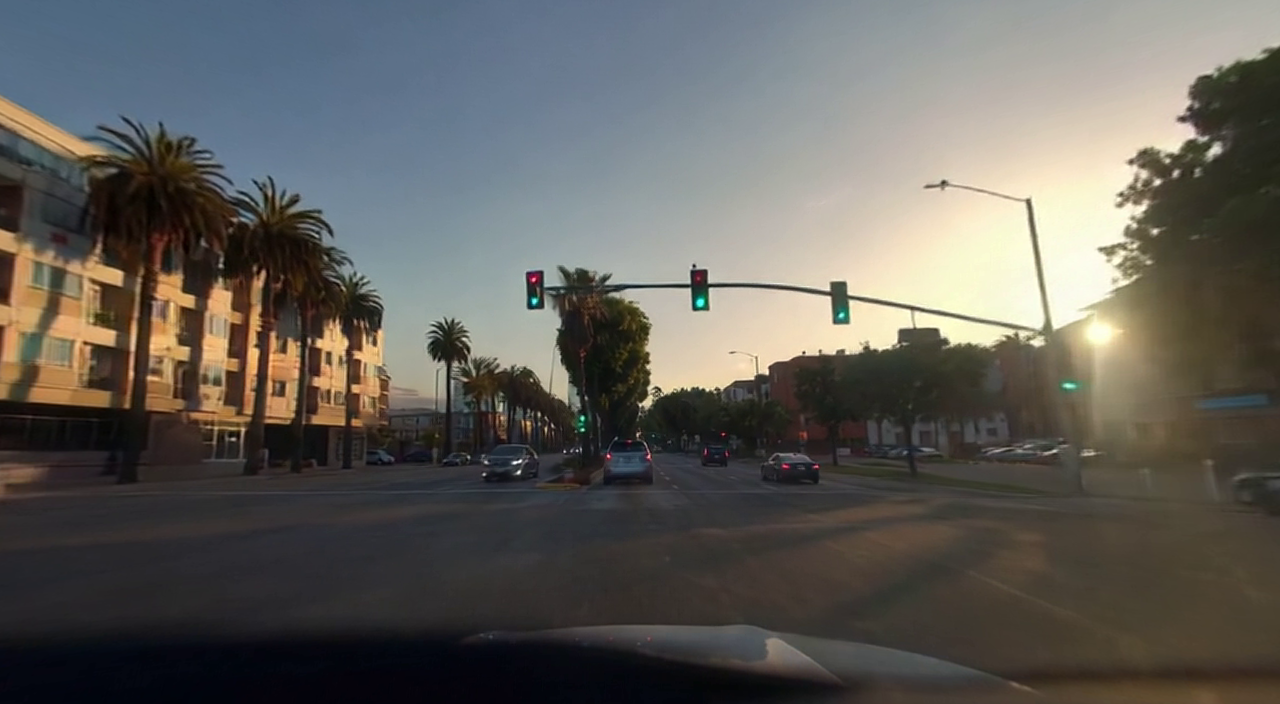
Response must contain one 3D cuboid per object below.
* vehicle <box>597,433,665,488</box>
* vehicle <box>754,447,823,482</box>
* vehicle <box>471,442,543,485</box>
[{"bbox_3d":[-0.300,3.952,23.206,2.277,1.816,4.192,0,-9,0],"label":"vehicle"},{"bbox_3d":[6.759,5.169,29.216,1.975,1.483,4.769,0,-9,-1],"label":"vehicle"},{"bbox_3d":[-5.286,4.457,25.540,2.028,1.489,4.386,-3,-8,-1],"label":"vehicle"}]
